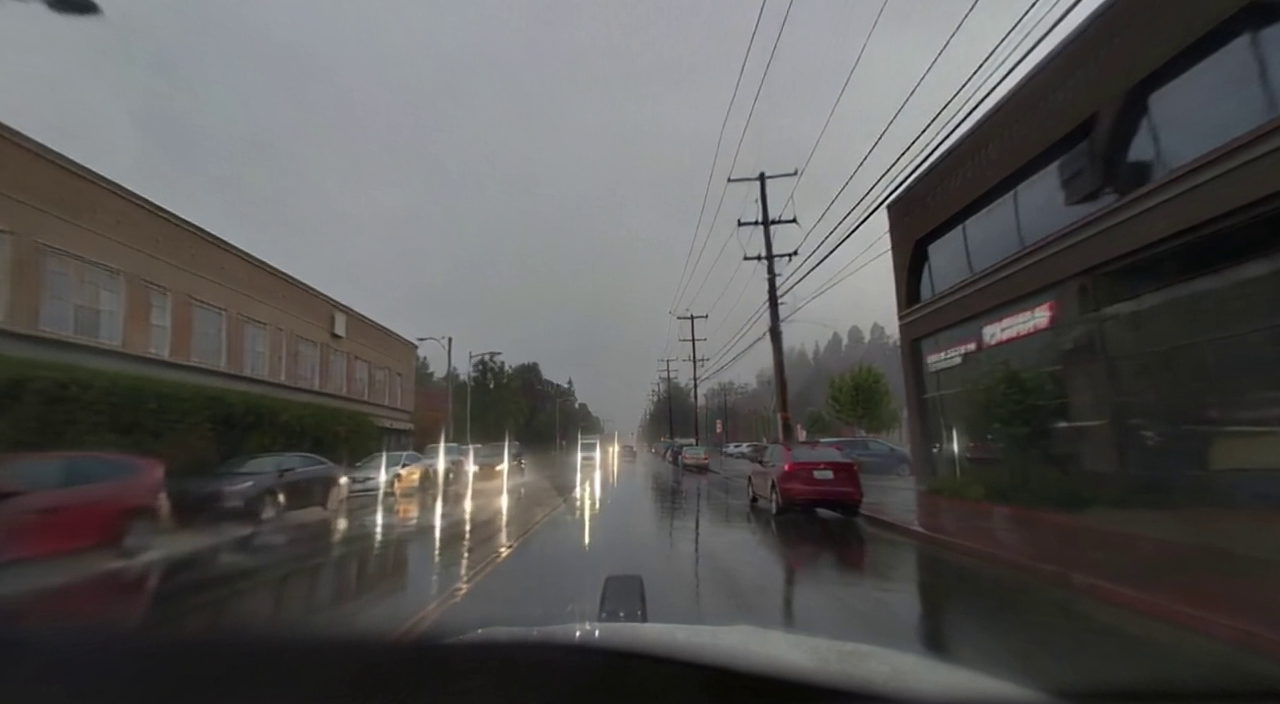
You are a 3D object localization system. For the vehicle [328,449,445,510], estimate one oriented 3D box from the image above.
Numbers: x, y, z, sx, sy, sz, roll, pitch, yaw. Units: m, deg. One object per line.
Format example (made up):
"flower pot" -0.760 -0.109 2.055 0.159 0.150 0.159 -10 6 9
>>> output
"vehicle" -8.368 4.212 21.412 1.791 1.622 5.056 -3 -8 2

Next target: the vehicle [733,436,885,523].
"vehicle" 3.533 2.784 14.359 2.136 1.586 4.919 0 -9 1

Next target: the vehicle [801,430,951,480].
"vehicle" 10.295 4.561 27.993 5.684 2.112 2.321 0 -9 3

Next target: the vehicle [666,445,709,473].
"vehicle" 2.951 6.454 38.324 2.261 1.503 4.695 -2 -8 8

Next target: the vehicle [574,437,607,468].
"vehicle" -3.392 6.980 43.890 2.115 2.065 4.452 0 -9 -2

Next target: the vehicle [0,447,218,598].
"vehicle" -8.465 2.173 8.570 2.113 1.665 5.062 0 -8 -2

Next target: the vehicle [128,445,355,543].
"vehicle" -8.745 3.085 14.582 2.009 1.684 5.009 -2 -8 0

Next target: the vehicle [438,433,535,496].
"vehicle" -5.272 3.934 22.345 2.152 1.918 4.217 -3 -9 4

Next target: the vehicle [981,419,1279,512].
"vehicle" 9.805 2.199 12.428 5.084 1.641 1.848 0 -9 -2
